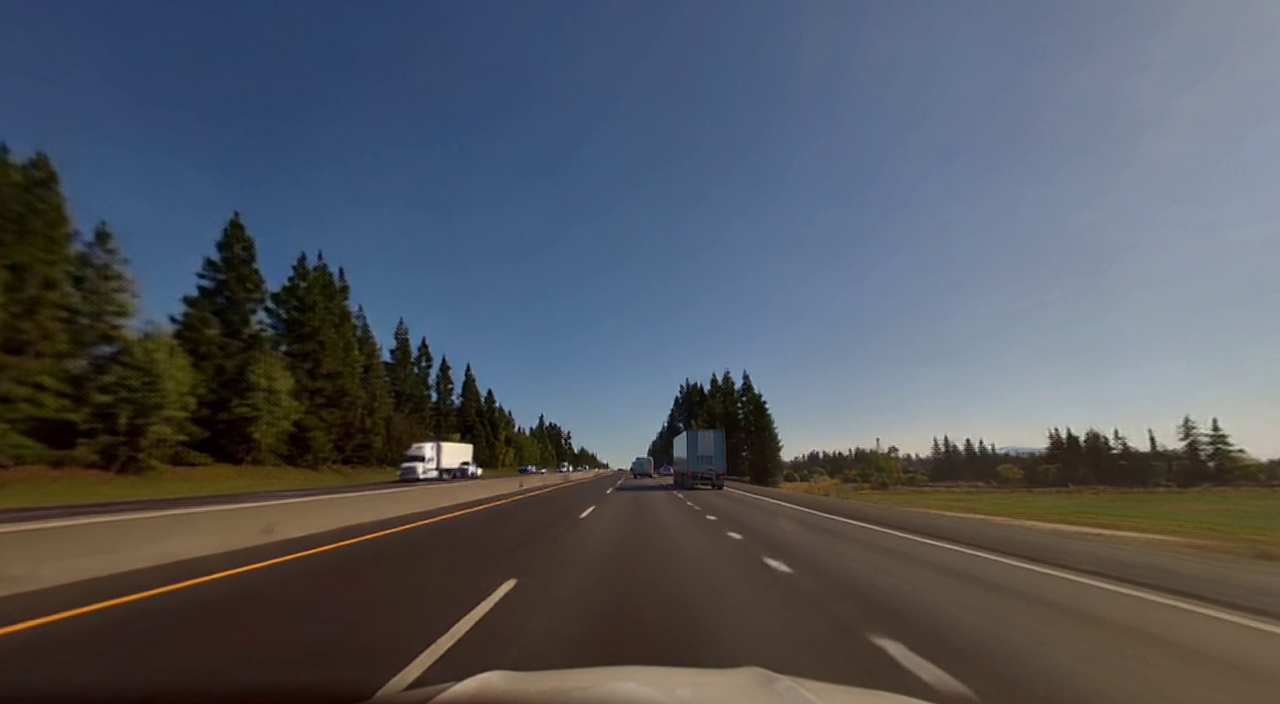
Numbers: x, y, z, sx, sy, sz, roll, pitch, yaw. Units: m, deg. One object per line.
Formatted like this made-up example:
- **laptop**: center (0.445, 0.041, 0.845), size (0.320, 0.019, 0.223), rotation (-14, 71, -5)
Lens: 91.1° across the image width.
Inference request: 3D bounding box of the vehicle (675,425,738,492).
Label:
- **vehicle**: center (4.470, 7.818, 45.571), size (3.139, 3.999, 13.840), rotation (1, -11, 0)
